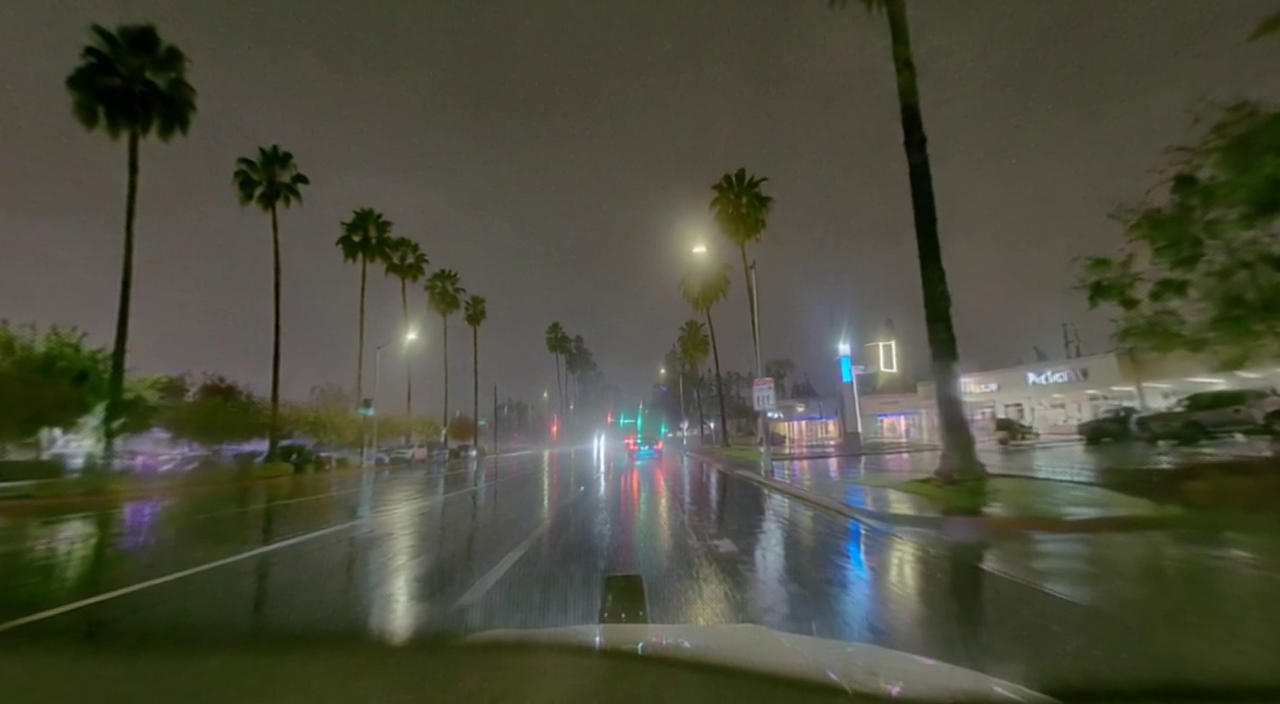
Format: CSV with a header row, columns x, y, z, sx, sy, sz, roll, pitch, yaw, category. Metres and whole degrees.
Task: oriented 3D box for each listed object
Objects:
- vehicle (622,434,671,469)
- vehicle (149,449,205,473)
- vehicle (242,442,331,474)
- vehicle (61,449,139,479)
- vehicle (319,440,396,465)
x,y,z,sx,sy,sz,roll,pitch,yaw,category
0.242,4.639,29.386,2.144,1.514,4.063,0,-8,-1,vehicle
-35.016,8.207,47.455,4.157,1.639,1.955,-6,-10,33,vehicle
-22.928,6.868,40.873,4.672,1.665,1.957,-3,-7,-2,vehicle
-35.301,7.279,41.043,4.727,1.857,2.136,-5,-10,28,vehicle
-22.178,7.893,49.393,4.961,1.894,2.256,0,-9,-1,vehicle
